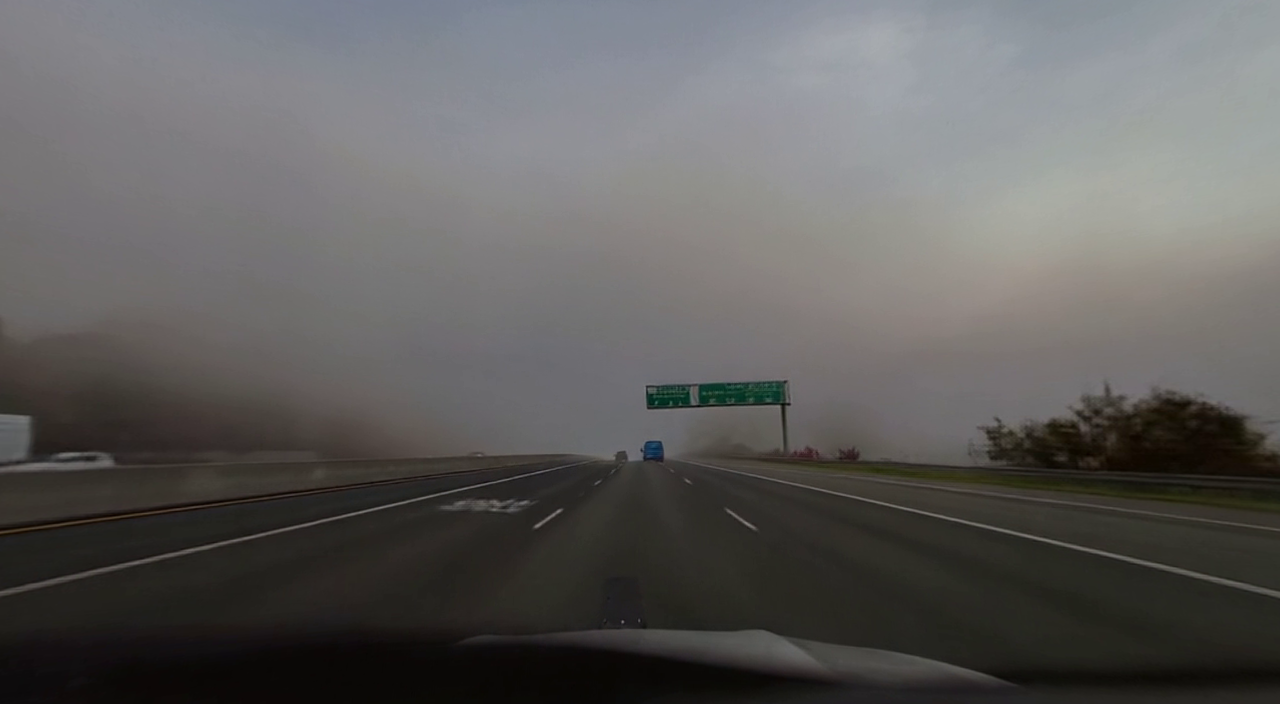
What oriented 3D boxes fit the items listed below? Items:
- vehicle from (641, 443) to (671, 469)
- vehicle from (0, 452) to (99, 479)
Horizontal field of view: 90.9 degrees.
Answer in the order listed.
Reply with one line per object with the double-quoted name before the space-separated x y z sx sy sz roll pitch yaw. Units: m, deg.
"vehicle" 1.189 8.159 49.706 2.219 1.927 4.409 0 -9 -1
"vehicle" -34.977 6.692 37.417 1.868 1.490 4.250 0 -9 0
